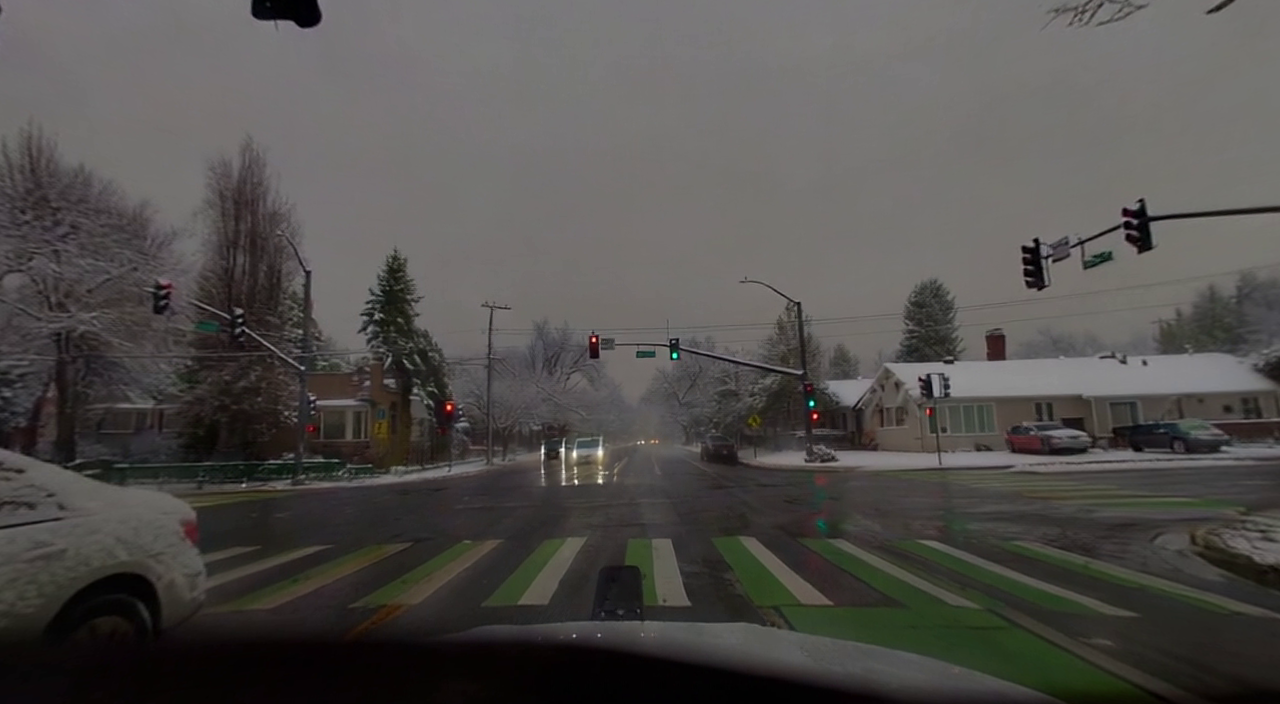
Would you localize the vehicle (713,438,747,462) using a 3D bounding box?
[{"bbox_3d":[6.291,6.890,44.379,1.891,1.584,3.802,0,-8,1],"label":"vehicle"}]

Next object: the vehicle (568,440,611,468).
[{"bbox_3d":[-2.862,5.898,36.552,1.982,1.472,4.103,-1,-8,2],"label":"vehicle"}]

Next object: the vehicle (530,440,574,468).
[{"bbox_3d":[-5.585,6.554,40.521,1.982,1.686,4.195,-1,-8,4],"label":"vehicle"}]

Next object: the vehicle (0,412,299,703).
[{"bbox_3d":[-3.403,0.929,2.012,1.904,1.489,4.746,0,-8,1],"label":"vehicle"}]

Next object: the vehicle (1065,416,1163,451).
[{"bbox_3d":[26.444,4.633,35.340,2.033,1.821,4.542,0,-8,1],"label":"vehicle"}]

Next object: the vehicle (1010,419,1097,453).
[{"bbox_3d":[23.270,4.804,35.695,1.964,1.759,4.583,-1,-8,3],"label":"vehicle"}]

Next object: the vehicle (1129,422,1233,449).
[{"bbox_3d":[30.240,4.743,35.406,1.837,1.396,4.695,-1,-8,3],"label":"vehicle"}]
